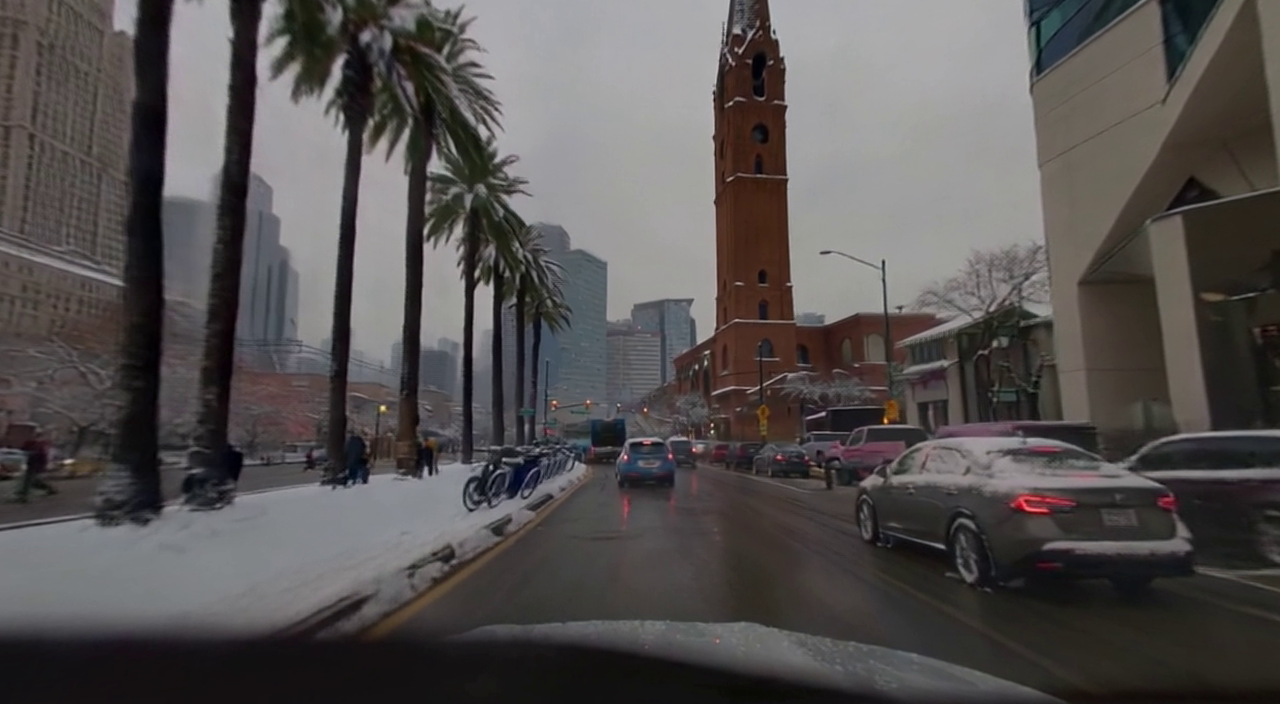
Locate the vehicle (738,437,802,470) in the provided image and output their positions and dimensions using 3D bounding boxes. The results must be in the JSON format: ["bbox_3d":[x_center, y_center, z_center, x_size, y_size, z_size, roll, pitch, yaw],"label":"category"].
[{"bbox_3d":[6.986,5.516,34.449,2.067,1.641,4.569,0,-9,-6],"label":"vehicle"}]

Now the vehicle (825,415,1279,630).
[{"bbox_3d":[3.898,1.577,6.935,2.116,1.500,4.702,0,-9,-3],"label":"vehicle"}]

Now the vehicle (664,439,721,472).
[{"bbox_3d":[2.638,5.372,32.873,1.981,1.572,4.718,1,-9,-8],"label":"vehicle"}]

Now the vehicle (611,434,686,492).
[{"bbox_3d":[0.158,3.449,19.896,2.111,1.605,3.832,0,-9,-3],"label":"vehicle"}]

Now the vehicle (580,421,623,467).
[{"bbox_3d":[-2.733,6.345,43.410,2.400,2.872,6.053,1,-9,-8],"label":"vehicle"}]
